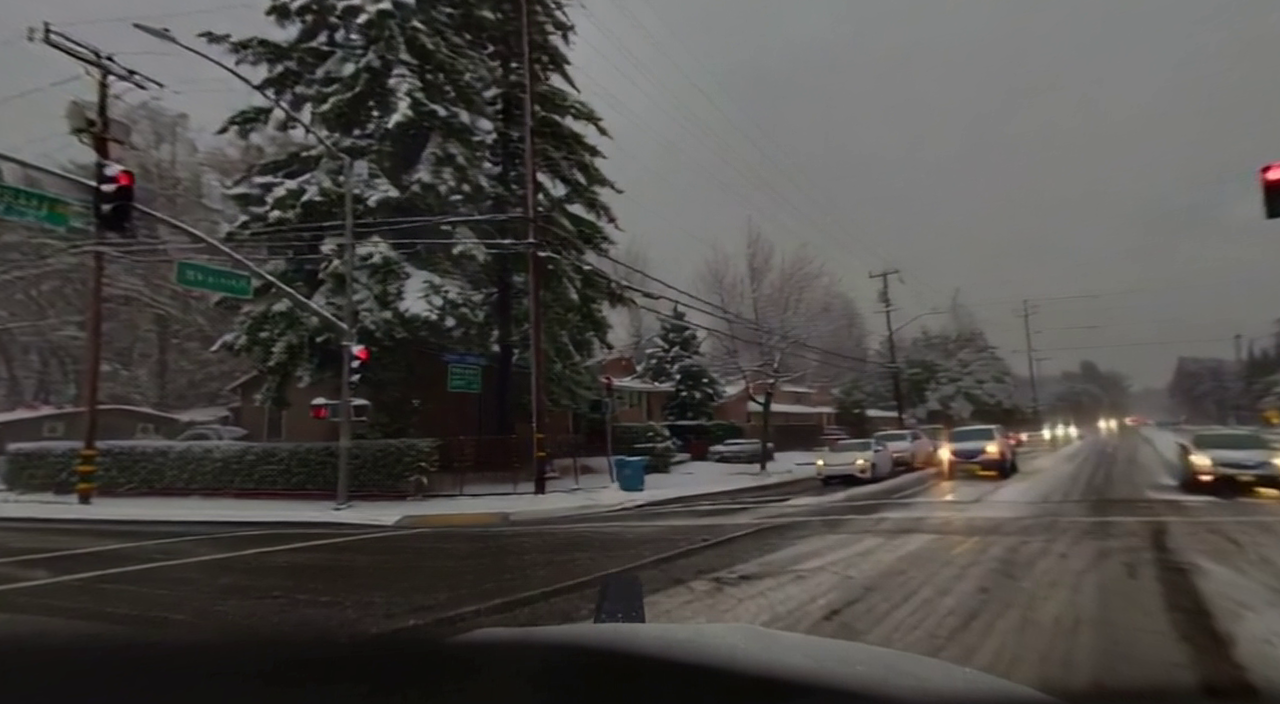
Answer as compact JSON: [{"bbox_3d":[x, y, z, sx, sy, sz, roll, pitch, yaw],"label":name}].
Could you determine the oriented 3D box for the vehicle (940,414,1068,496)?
[{"bbox_3d":[10.697,2.953,18.354,2.479,1.977,5.254,-7,-11,36],"label":"vehicle"}]

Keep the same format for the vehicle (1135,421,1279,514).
[{"bbox_3d":[11.504,2.145,12.107,2.174,1.477,4.805,-5,-10,27],"label":"vehicle"}]

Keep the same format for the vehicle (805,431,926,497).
[{"bbox_3d":[7.219,3.464,19.943,2.241,1.819,4.690,-7,-11,36],"label":"vehicle"}]
